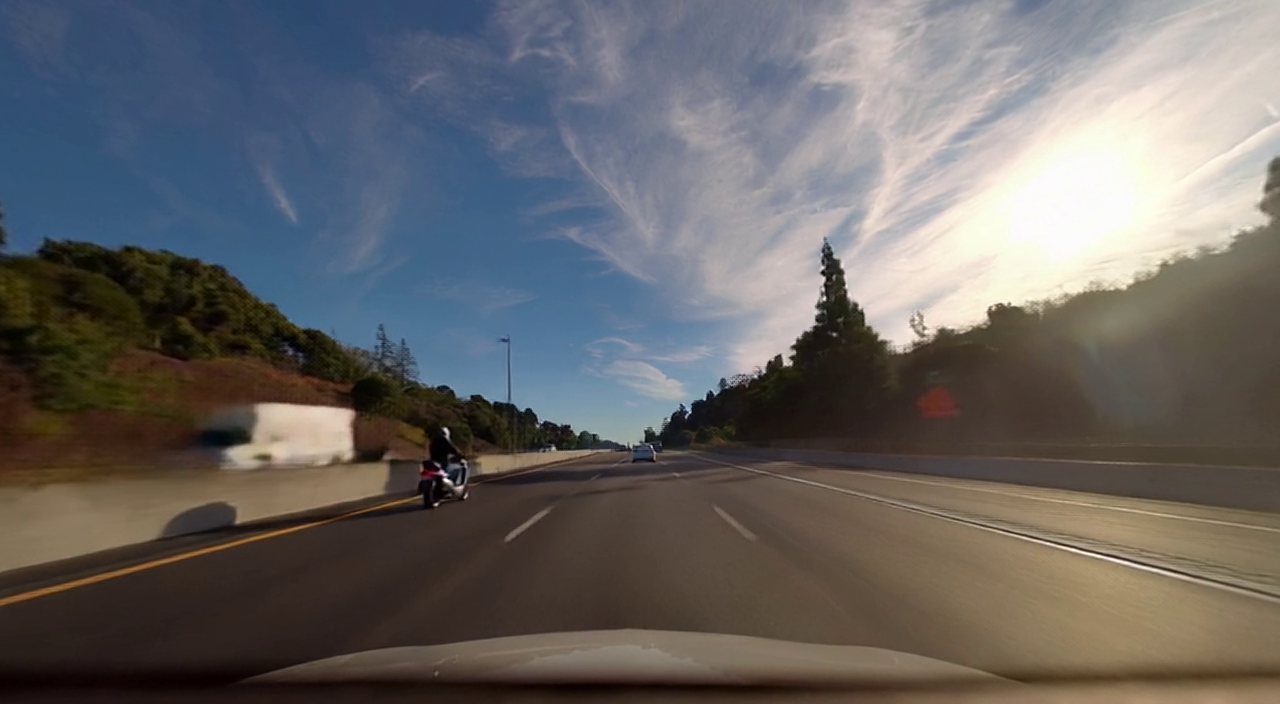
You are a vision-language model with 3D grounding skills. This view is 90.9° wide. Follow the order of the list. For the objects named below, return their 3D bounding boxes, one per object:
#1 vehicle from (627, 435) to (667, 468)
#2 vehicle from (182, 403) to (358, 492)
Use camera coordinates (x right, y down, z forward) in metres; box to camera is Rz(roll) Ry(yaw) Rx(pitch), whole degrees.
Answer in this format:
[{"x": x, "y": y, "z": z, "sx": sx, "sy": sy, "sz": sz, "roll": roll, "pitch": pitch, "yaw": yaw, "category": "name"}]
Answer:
[{"x": 0.402, "y": 5.912, "z": 37.422, "sx": 2.247, "sy": 1.825, "sz": 4.036, "roll": -1, "pitch": -9, "yaw": 0, "category": "vehicle"}, {"x": -11.917, "y": 3.173, "z": 21.007, "sx": 2.274, "sy": 2.524, "sz": 5.782, "roll": -1, "pitch": -9, "yaw": 0, "category": "vehicle"}]
